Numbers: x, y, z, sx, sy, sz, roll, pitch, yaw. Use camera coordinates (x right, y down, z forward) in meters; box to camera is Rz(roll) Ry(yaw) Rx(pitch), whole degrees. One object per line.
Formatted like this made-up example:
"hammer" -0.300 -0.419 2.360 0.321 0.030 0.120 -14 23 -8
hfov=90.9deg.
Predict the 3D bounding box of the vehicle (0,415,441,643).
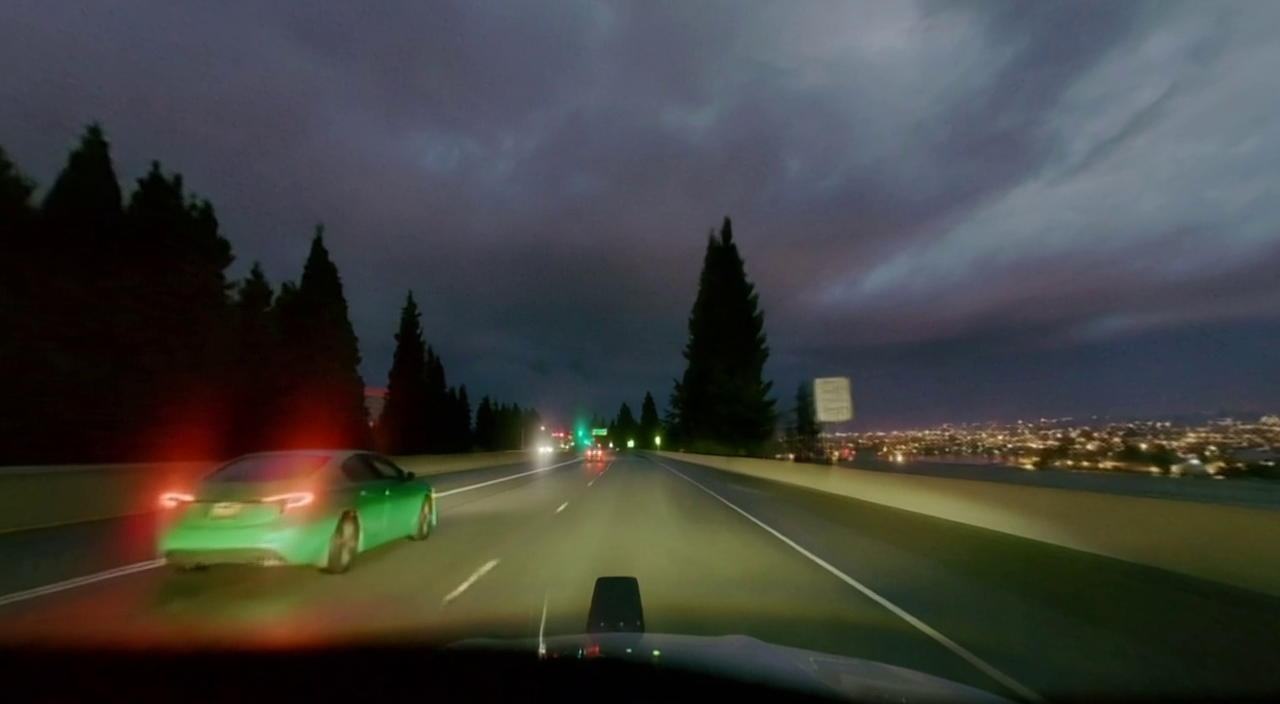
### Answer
"vehicle" -3.855 1.551 6.602 2.017 1.522 4.569 0 -9 1
